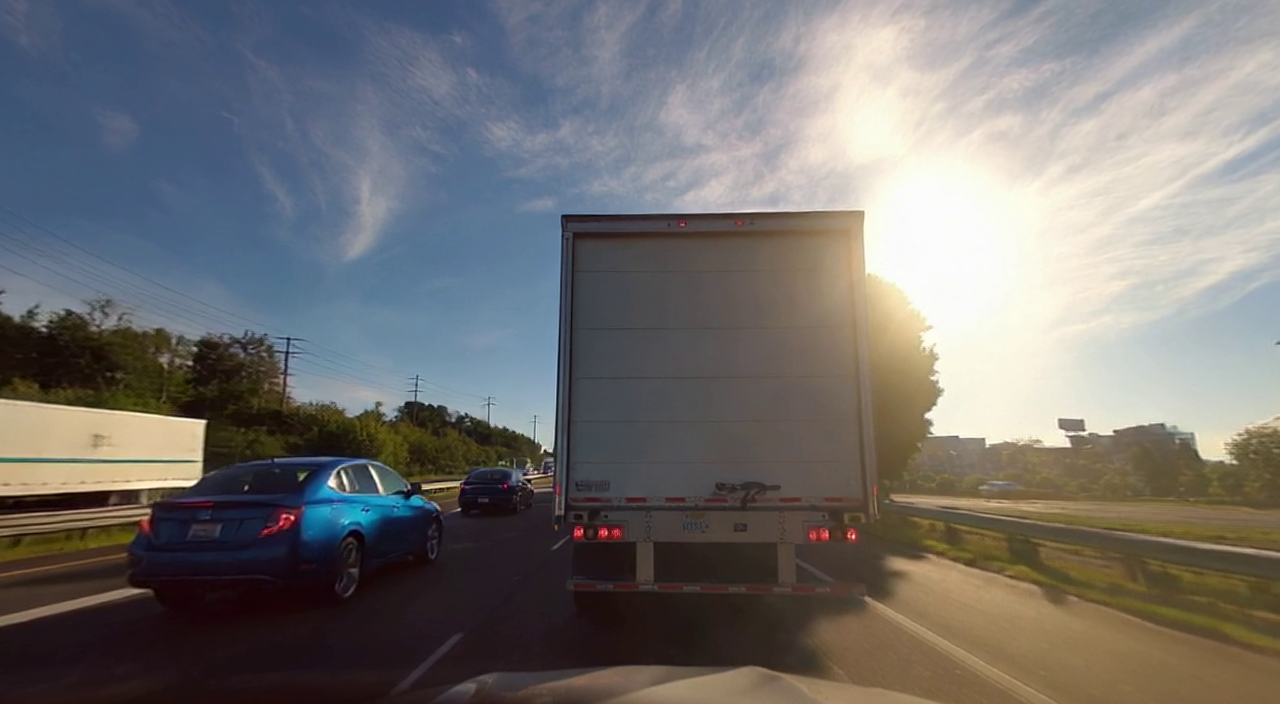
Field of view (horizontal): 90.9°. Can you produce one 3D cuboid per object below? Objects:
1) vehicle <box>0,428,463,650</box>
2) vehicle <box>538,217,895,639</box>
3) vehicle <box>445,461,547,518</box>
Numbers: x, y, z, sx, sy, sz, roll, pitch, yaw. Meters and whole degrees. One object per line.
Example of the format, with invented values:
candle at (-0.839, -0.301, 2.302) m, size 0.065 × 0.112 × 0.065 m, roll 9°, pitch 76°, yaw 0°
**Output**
vehicle at (-3.781, 1.827, 7.152) m, size 1.983 × 1.575 × 4.973 m, roll 0°, pitch -11°, yaw 1°
vehicle at (0.737, 1.324, 9.602) m, size 2.831 × 3.529 × 8.689 m, roll 0°, pitch -11°, yaw 2°
vehicle at (-4.189, 4.103, 19.102) m, size 1.891 × 1.469 × 4.431 m, roll 0°, pitch -11°, yaw 2°
